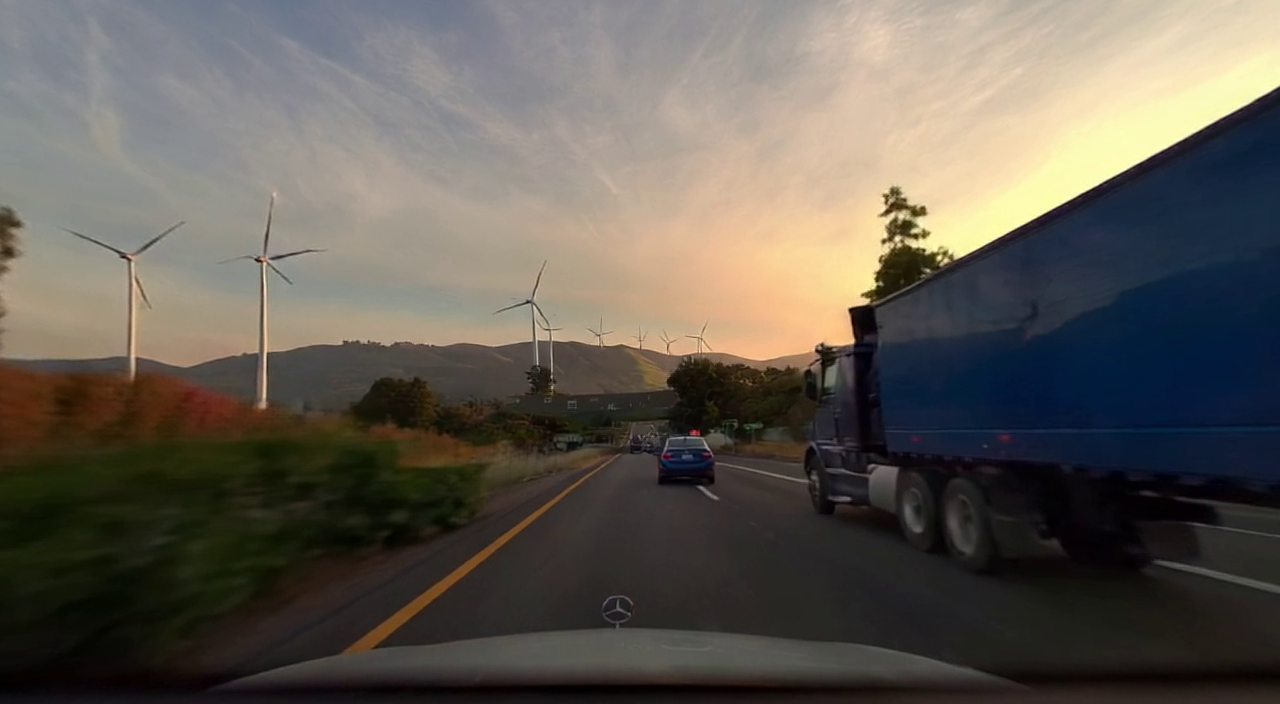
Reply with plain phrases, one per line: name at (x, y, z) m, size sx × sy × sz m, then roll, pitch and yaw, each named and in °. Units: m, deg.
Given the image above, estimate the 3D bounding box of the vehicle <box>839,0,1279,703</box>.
vehicle at (4.881, -0.343, 2.356) m, size 3.129 × 4.126 × 14.913 m, roll 0°, pitch -8°, yaw -1°

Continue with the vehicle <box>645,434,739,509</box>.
vehicle at (1.152, 2.911, 15.988) m, size 2.038 × 1.624 × 4.312 m, roll 0°, pitch -8°, yaw 0°
